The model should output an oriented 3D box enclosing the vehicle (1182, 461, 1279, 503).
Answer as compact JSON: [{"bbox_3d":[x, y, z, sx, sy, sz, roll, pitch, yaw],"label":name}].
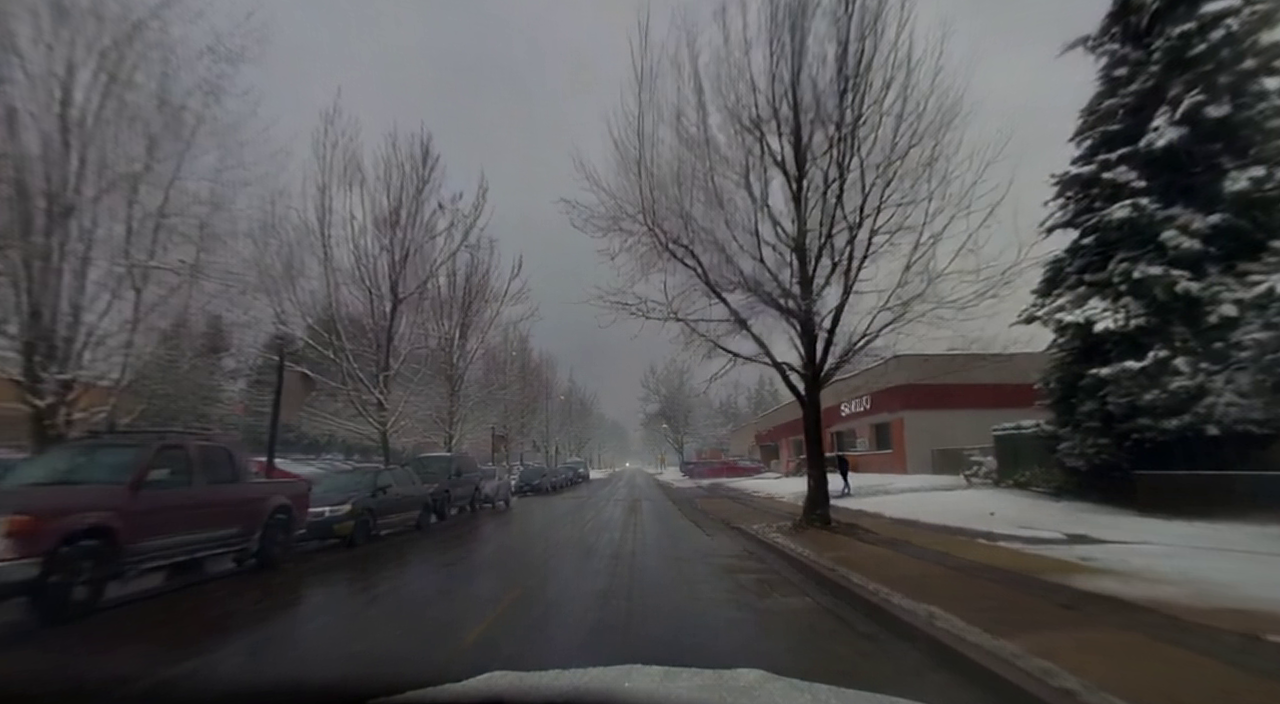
[{"bbox_3d":[25.678,5.471,26.831,1.698,1.489,3.599,-2,-9,-4],"label":"vehicle"}]

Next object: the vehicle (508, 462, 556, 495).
[{"bbox_3d":[-5.814,6.926,34.543,1.832,1.623,4.424,1,-11,0],"label":"vehicle"}]

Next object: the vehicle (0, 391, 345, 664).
[{"bbox_3d":[-5.856,1.790,7.461,2.196,2.001,5.548,1,-11,-3],"label":"vehicle"}]

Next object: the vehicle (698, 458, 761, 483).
[{"bbox_3d":[6.330,8.448,44.953,4.193,1.665,1.924,1,-11,-1],"label":"vehicle"}]
